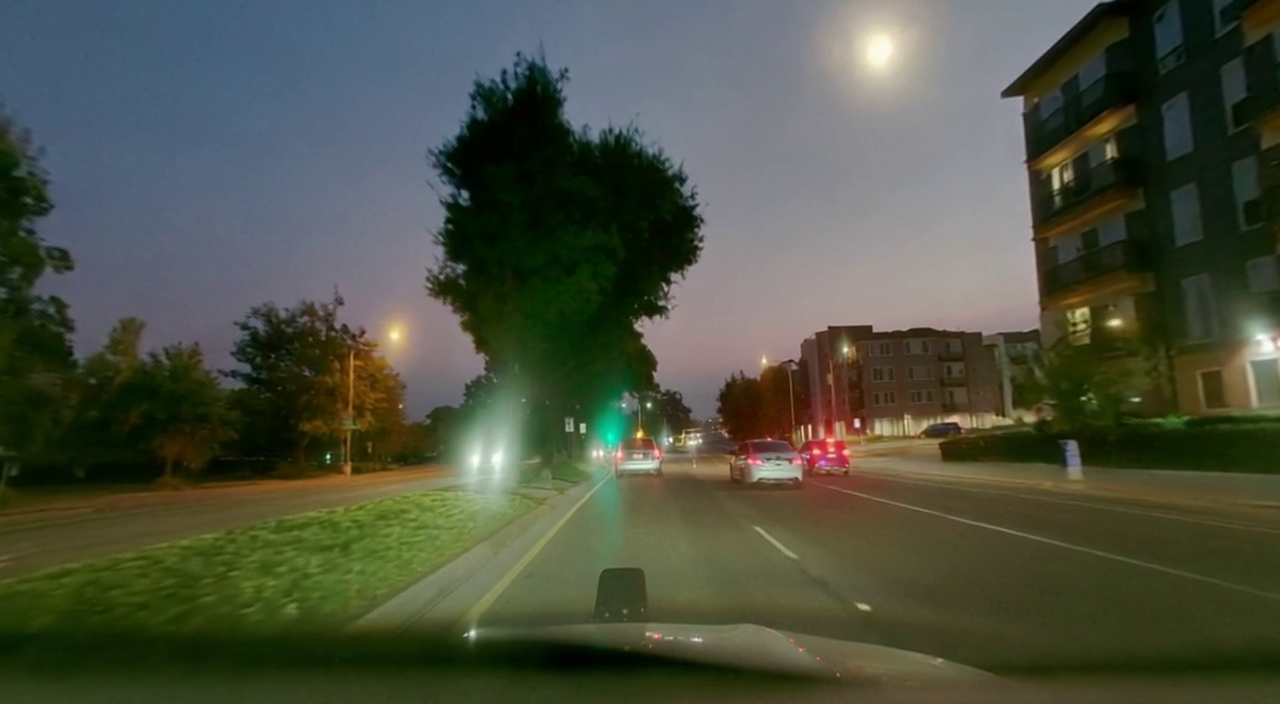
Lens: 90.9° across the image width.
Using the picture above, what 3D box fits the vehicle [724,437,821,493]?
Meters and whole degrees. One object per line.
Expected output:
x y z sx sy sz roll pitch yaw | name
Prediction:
3.896 3.412 19.402 2.075 1.486 4.316 0 -8 0 | vehicle

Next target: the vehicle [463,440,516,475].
-8.538 6.017 36.154 1.873 1.894 4.186 -1 -8 2 | vehicle

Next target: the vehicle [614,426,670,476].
-0.011 4.618 29.561 2.396 2.143 4.824 0 -8 -2 | vehicle
